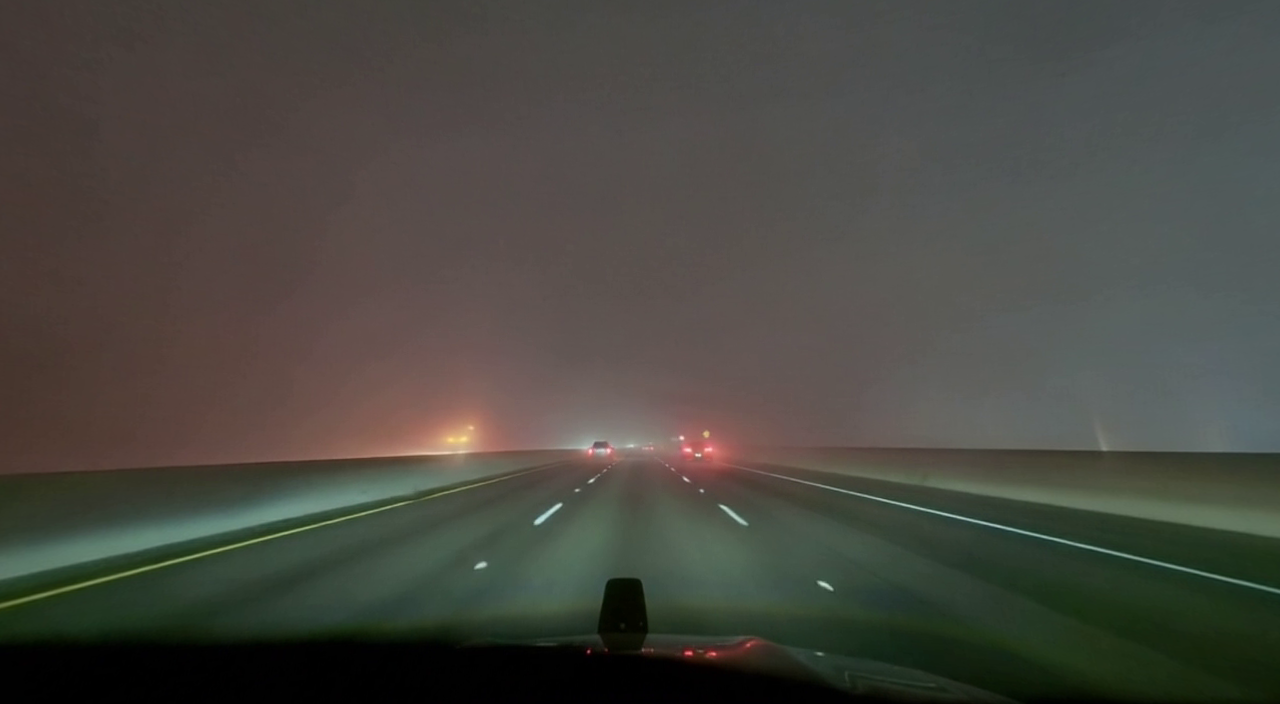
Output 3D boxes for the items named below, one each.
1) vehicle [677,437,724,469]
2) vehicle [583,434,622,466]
[{"bbox_3d":[3.295,5.612,34.986,2.202,1.682,4.188,0,-8,0],"label":"vehicle"},{"bbox_3d":[-2.574,6.826,43.876,2.291,2.052,4.887,0,-9,2],"label":"vehicle"}]
